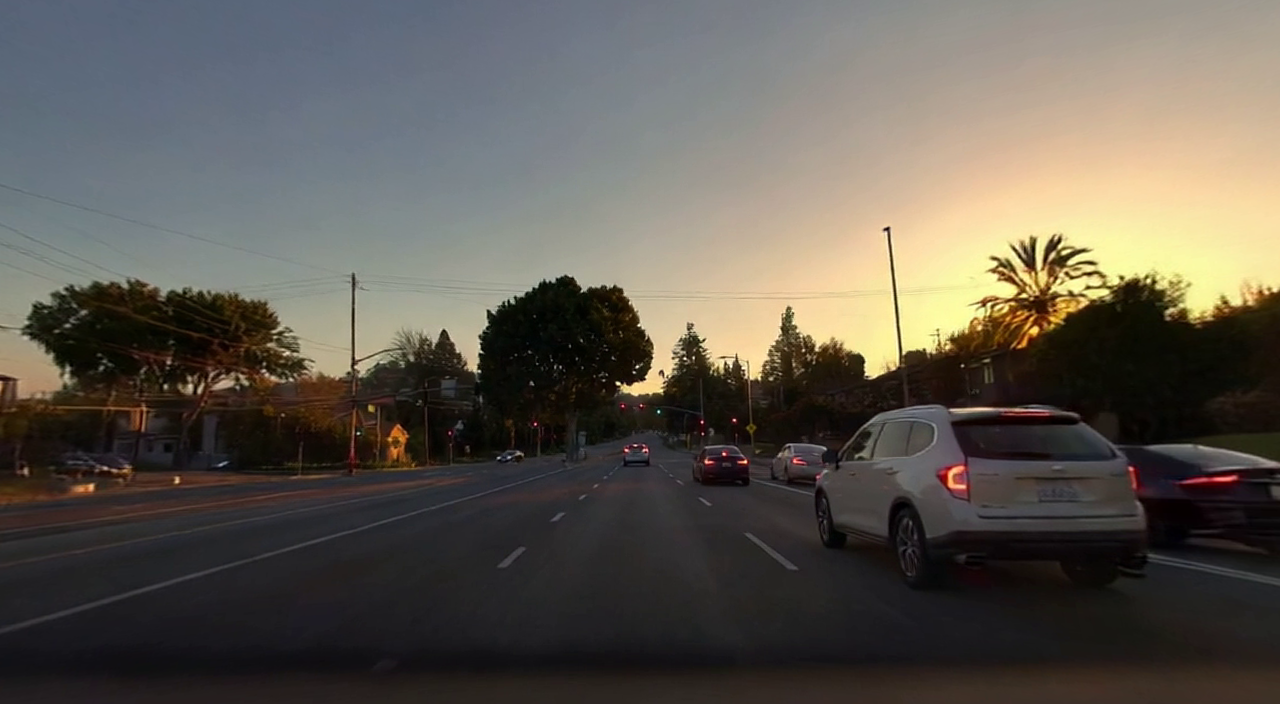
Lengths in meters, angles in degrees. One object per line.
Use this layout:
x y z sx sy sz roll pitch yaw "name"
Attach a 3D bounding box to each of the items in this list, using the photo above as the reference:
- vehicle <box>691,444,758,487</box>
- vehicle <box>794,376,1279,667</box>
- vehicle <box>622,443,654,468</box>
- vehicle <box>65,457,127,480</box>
3.024 4.154 23.400 1.889 1.451 4.180 0 -9 -1 "vehicle"
3.197 1.374 6.212 2.129 1.761 4.610 0 -9 0 "vehicle"
-0.152 7.287 44.367 2.146 1.685 4.003 0 -9 0 "vehicle"
-38.378 8.169 44.351 4.260 1.501 1.892 -5 -10 30 "vehicle"
